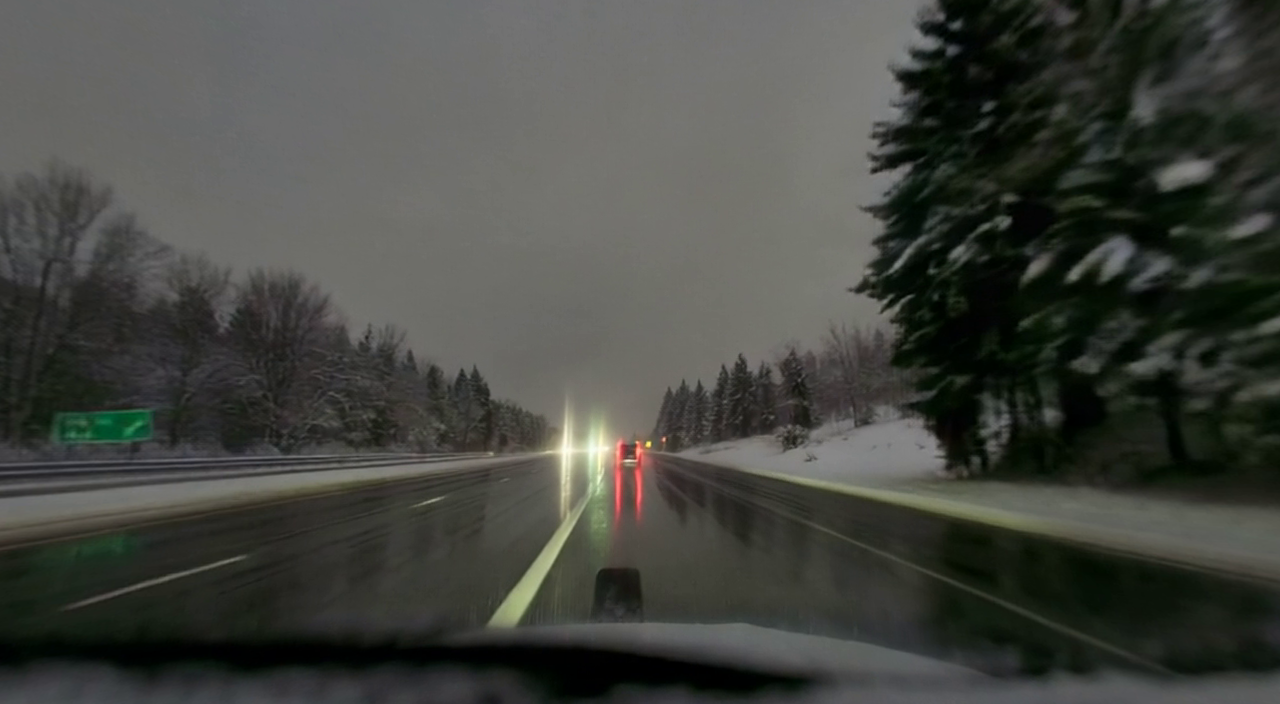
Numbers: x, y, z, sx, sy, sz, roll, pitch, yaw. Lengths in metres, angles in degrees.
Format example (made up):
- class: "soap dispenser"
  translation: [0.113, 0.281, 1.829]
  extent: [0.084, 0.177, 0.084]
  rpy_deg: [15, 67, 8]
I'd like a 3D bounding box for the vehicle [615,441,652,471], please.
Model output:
- class: "vehicle"
  translation: [-0.415, 6.308, 38.308]
  extent: [2.120, 1.715, 4.153]
  rpy_deg: [0, -9, -1]
